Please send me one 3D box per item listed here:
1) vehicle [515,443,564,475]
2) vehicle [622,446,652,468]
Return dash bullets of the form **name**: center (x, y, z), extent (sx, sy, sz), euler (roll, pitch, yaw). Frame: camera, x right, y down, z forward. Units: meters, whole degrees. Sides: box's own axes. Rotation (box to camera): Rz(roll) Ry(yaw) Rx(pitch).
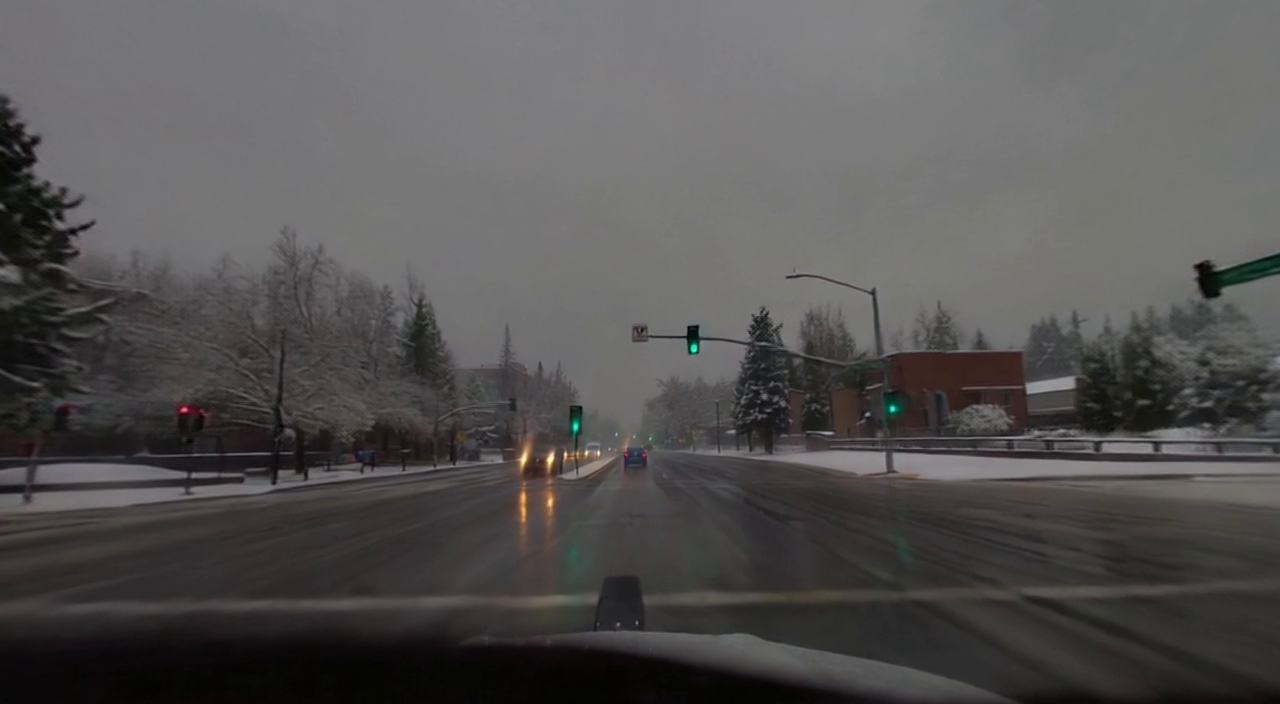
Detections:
- **vehicle**: center (-5.510, 5.930, 35.038), extent (2.016, 1.631, 4.148), euler (0, -9, 0)
- **vehicle**: center (-0.218, 7.454, 44.975), extent (2.064, 1.477, 3.968), euler (0, -9, -1)
